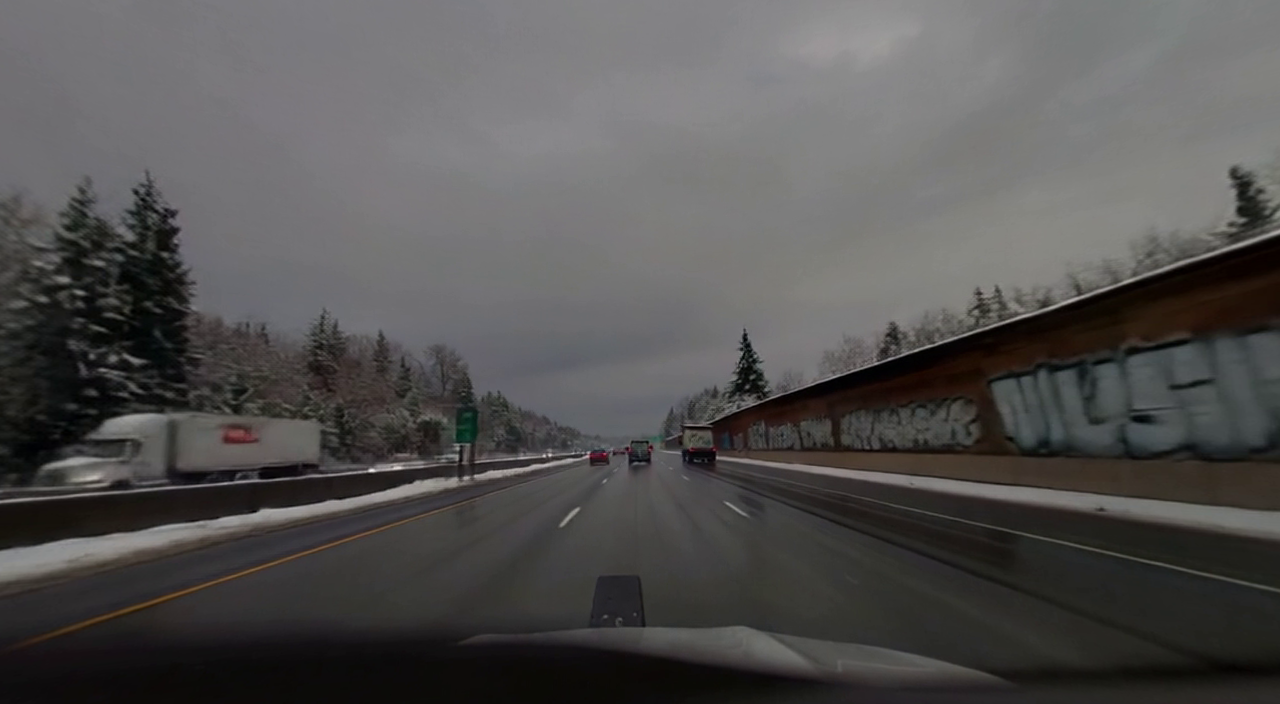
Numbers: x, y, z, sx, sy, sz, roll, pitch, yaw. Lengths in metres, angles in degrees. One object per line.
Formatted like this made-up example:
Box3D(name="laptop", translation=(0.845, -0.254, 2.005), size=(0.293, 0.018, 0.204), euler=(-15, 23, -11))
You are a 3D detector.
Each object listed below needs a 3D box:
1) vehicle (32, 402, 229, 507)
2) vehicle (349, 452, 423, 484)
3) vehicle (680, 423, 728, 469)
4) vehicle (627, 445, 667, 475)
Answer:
Box3D(name="vehicle", translation=(-20.457, 4.176, 25.887), size=(2.957, 3.748, 5.869), euler=(0, -9, 0))
Box3D(name="vehicle", translation=(-13.142, 5.994, 32.930), size=(1.944, 1.542, 4.525), euler=(0, -9, 0))
Box3D(name="vehicle", translation=(4.356, 6.592, 44.112), size=(2.549, 2.931, 6.310), euler=(0, -9, -1))
Box3D(name="vehicle", translation=(0.310, 5.826, 34.105), size=(2.009, 1.506, 4.091), euler=(0, -9, -1))
